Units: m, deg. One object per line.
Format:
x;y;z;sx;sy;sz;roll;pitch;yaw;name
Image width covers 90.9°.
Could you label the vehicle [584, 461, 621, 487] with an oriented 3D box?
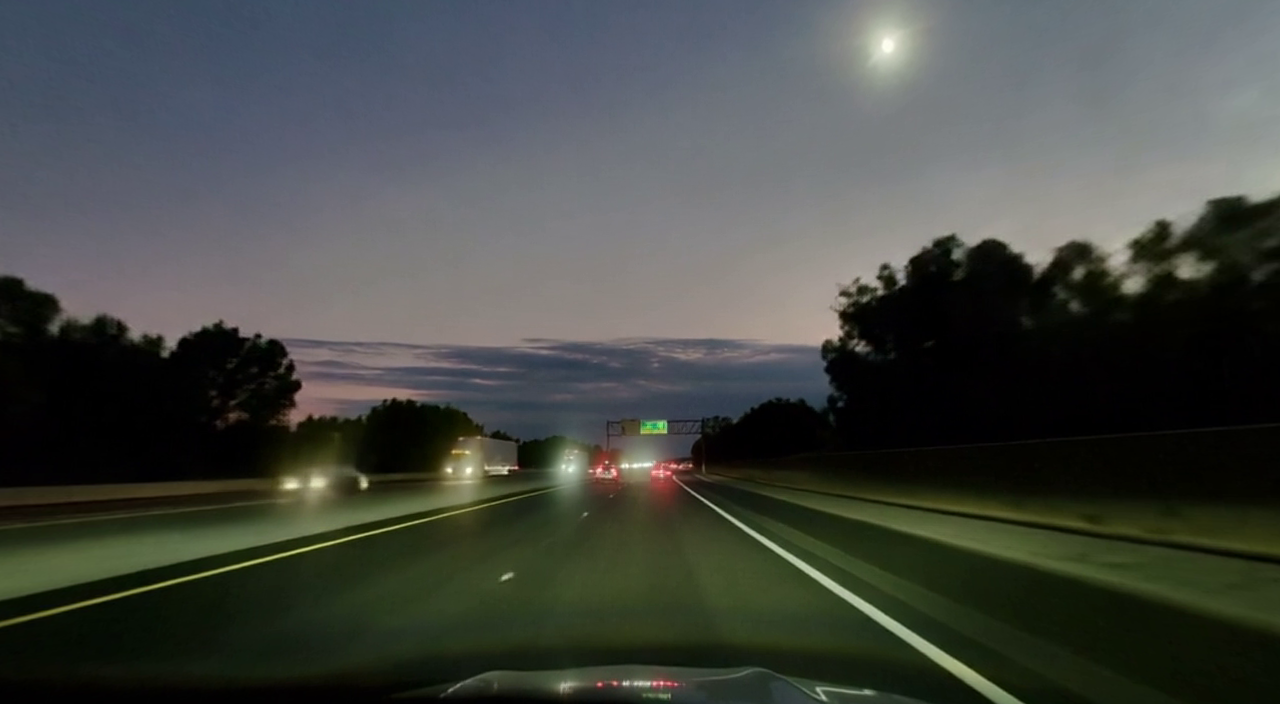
-2.627;8.695;45.063;2.160;1.721;4.368;0;-11;3;vehicle
